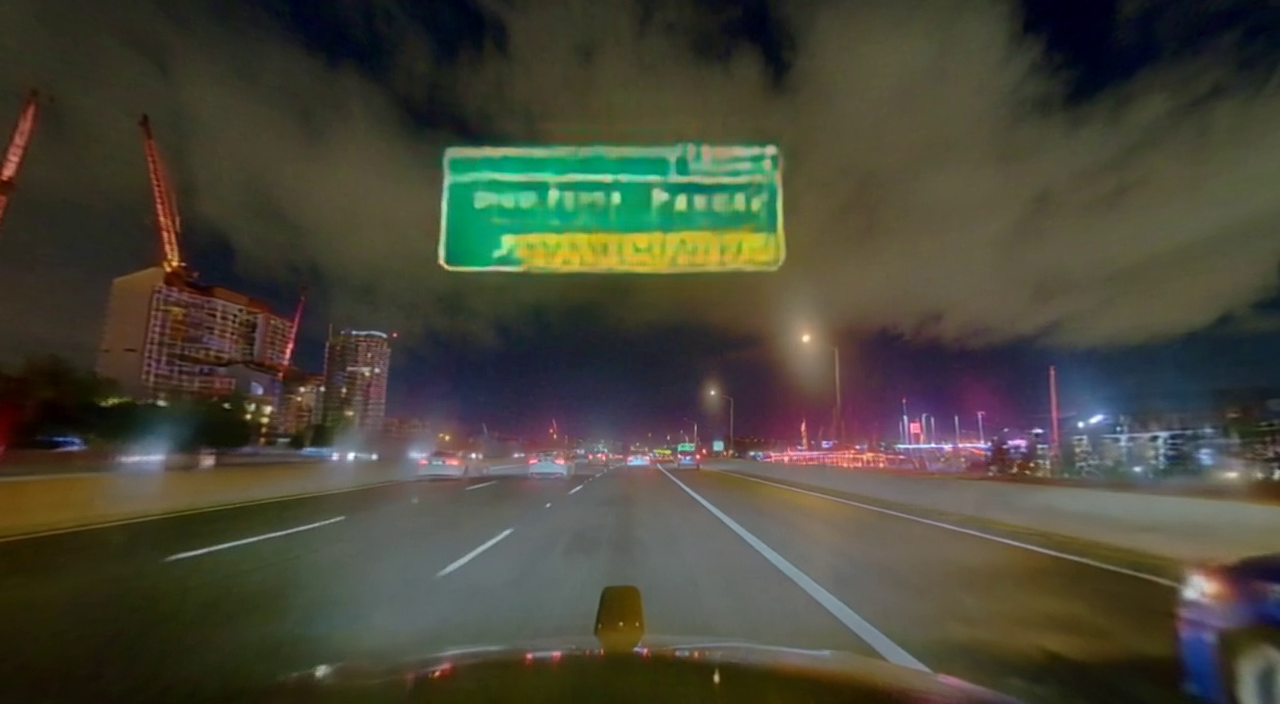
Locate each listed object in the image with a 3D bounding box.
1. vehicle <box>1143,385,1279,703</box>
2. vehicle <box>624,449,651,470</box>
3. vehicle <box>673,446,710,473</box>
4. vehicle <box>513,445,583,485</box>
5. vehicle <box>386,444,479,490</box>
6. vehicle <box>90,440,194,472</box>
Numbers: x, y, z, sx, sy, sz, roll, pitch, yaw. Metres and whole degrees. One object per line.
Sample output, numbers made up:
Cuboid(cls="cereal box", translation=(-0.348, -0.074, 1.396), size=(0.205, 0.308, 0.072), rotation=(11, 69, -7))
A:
Cuboid(cls="vehicle", translation=(3.234, 0.611, 0.468), size=(1.995, 1.486, 4.463), rotation=(0, -8, -1))
Cuboid(cls="vehicle", translation=(-0.159, 8.317, 49.143), size=(2.019, 1.472, 3.971), rotation=(0, -8, 0))
Cuboid(cls="vehicle", translation=(3.249, 6.939, 40.933), size=(1.978, 1.602, 4.092), rotation=(0, -8, -1))
Cuboid(cls="vehicle", translation=(-3.663, 4.587, 26.032), size=(2.136, 1.512, 4.488), rotation=(0, -8, 1))
Cuboid(cls="vehicle", translation=(-7.529, 4.178, 23.401), size=(1.951, 1.528, 4.209), rotation=(0, -8, 1))
Cuboid(cls="vehicle", translation=(-27.998, 5.825, 35.761), size=(2.091, 1.656, 4.670), rotation=(0, -8, 0))
